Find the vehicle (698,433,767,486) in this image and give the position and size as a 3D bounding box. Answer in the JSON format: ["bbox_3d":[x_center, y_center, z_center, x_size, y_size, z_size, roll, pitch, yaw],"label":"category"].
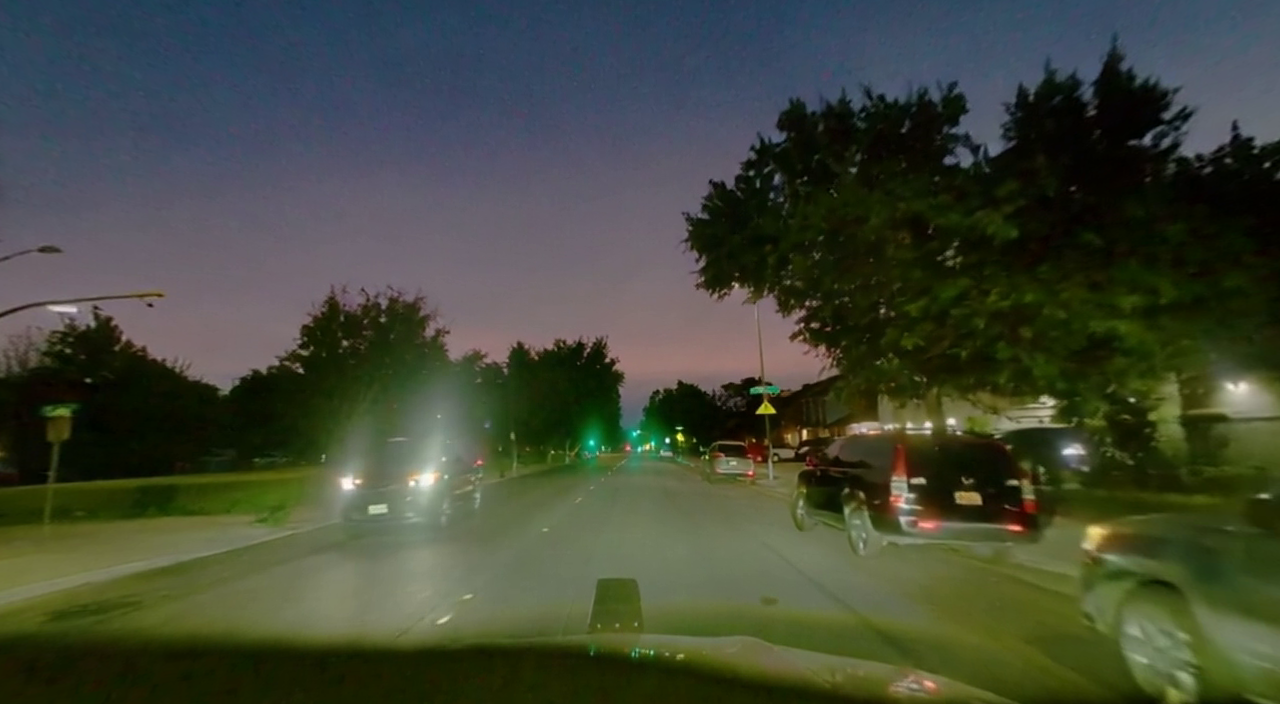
[{"bbox_3d":[3.462,4.108,24.420,1.949,1.807,4.224,2,-9,-1],"label":"vehicle"}]

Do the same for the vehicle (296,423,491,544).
[{"bbox_3d":[-4.514,2.447,12.412,2.074,1.836,4.365,-3,-9,0],"label":"vehicle"}]

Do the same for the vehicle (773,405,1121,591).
[{"bbox_3d":[3.478,1.755,8.495,2.125,1.772,4.629,0,-9,-3],"label":"vehicle"}]

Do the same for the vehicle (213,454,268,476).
[{"bbox_3d":[-29.102,8.189,45.969,4.558,1.495,1.925,-7,-11,38],"label":"vehicle"}]

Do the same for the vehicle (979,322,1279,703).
[{"bbox_3d":[3.383,0.701,1.750,2.137,1.761,4.697,0,-9,-2],"label":"vehicle"}]
